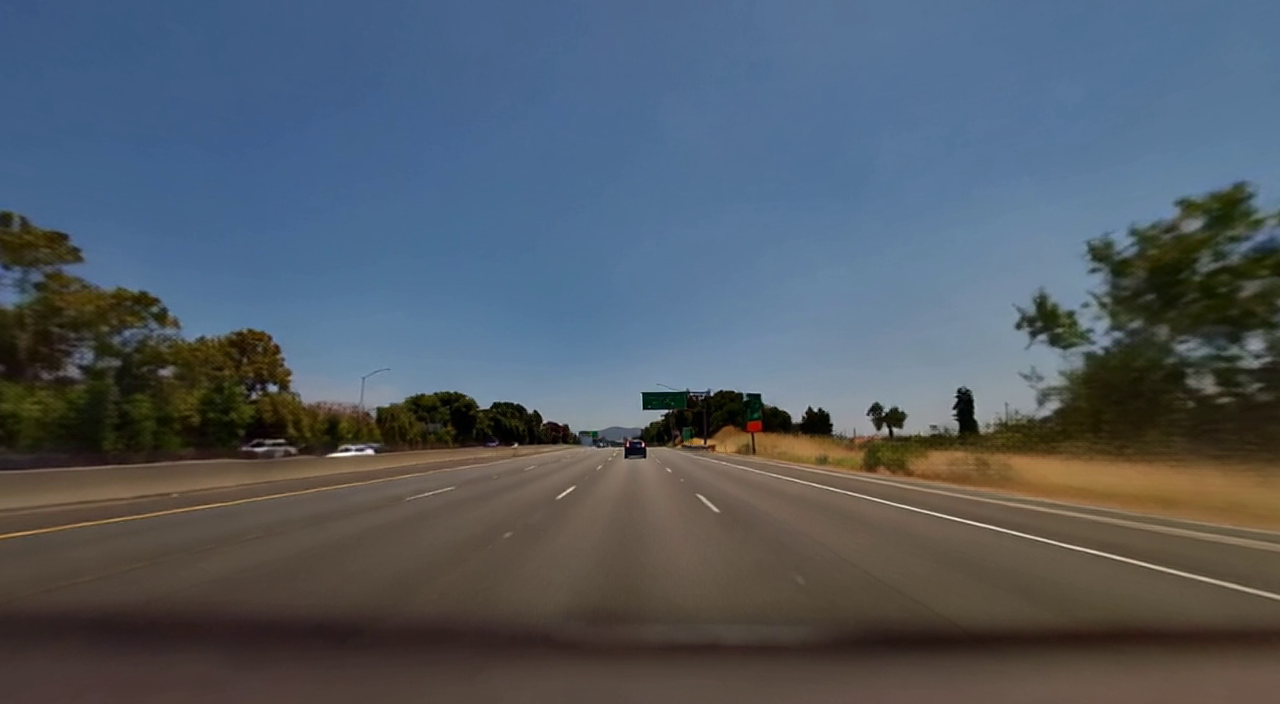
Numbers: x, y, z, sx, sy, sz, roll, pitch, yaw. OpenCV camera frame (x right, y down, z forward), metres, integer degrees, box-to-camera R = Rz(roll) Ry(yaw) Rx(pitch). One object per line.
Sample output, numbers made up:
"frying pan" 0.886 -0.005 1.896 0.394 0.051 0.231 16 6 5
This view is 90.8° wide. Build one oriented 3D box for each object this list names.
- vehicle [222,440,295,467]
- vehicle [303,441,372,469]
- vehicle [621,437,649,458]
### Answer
"vehicle" -29.031 7.697 48.278 2.216 1.905 5.411 0 -9 -1
"vehicle" -18.226 6.230 38.342 1.893 1.520 4.617 -1 -9 0
"vehicle" -0.359 7.177 47.314 2.025 1.460 4.189 0 -9 0
